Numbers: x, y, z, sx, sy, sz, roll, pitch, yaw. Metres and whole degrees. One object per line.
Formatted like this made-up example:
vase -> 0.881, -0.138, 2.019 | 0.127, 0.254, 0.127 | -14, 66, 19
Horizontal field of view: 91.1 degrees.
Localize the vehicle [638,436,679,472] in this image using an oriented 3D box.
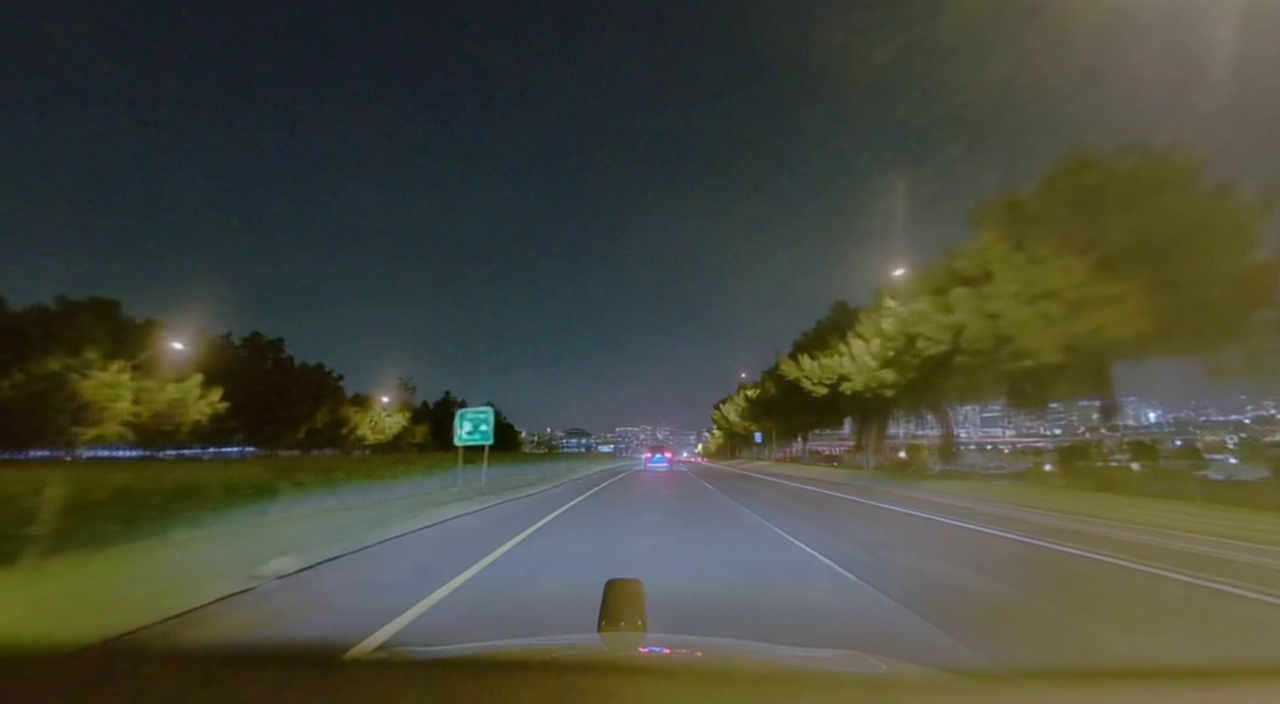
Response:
vehicle -> 1.223, 6.611, 40.901 | 2.546, 2.126, 5.153 | 0, -8, 2
